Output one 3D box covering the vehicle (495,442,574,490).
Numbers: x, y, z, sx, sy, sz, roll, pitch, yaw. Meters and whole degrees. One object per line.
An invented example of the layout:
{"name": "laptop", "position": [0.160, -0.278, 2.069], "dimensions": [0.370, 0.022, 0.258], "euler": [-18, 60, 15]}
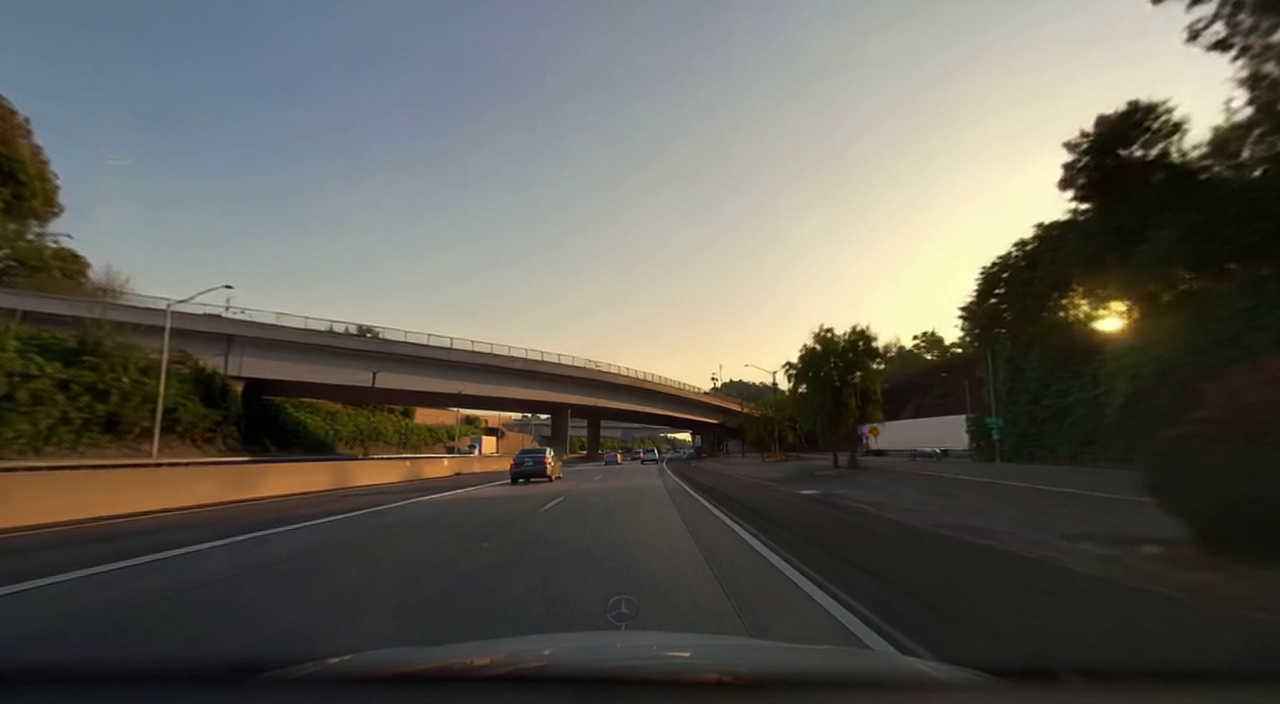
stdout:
{"name": "vehicle", "position": [-3.982, 4.398, 24.581], "dimensions": [2.263, 1.696, 4.321], "euler": [0, -9, 1]}
